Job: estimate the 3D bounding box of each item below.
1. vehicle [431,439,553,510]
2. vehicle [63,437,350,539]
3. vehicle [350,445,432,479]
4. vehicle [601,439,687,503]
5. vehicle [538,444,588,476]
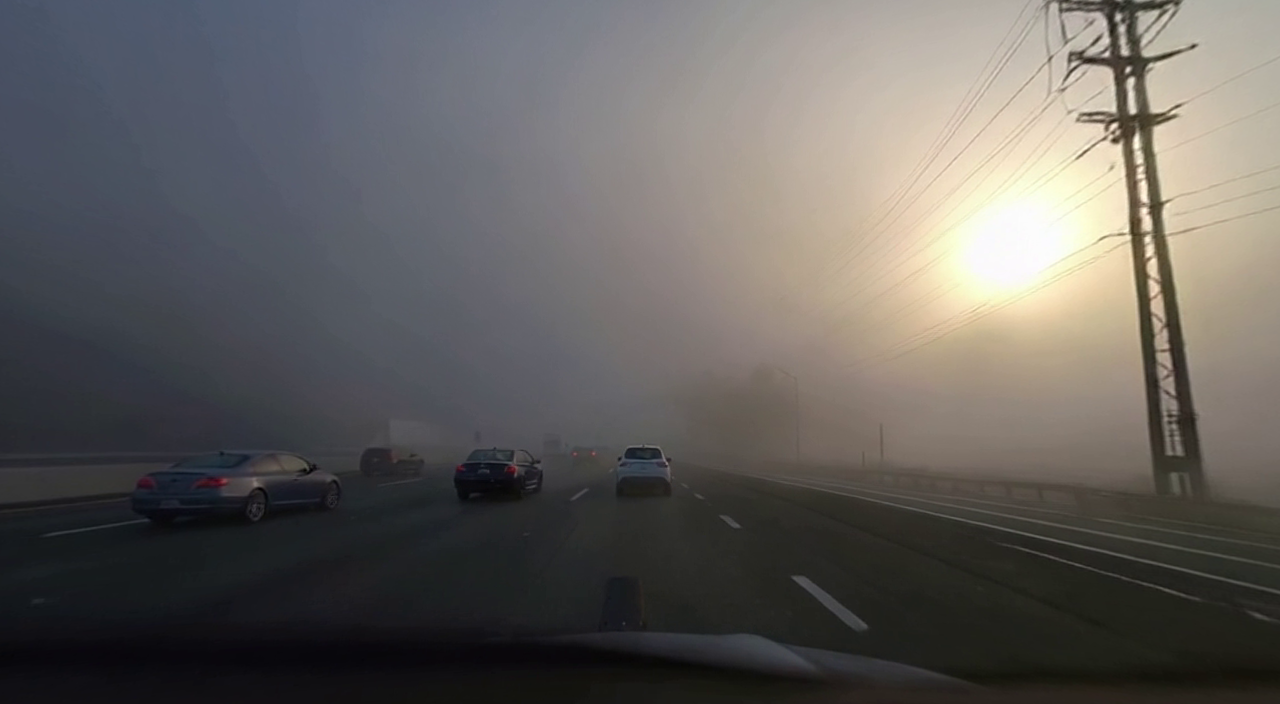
[{"bbox_3d":[-3.401,2.897,15.401,1.912,1.464,4.115,0,-9,1],"label":"vehicle"},{"bbox_3d":[-7.256,2.289,11.318,1.867,1.445,4.499,0,-9,1],"label":"vehicle"},{"bbox_3d":[-11.864,5.257,30.450,2.004,1.457,4.758,0,-9,0],"label":"vehicle"},{"bbox_3d":[0.020,3.116,16.999,2.018,1.470,4.491,0,-9,-2],"label":"vehicle"},{"bbox_3d":[-3.759,5.316,31.273,2.013,1.437,3.801,0,-9,0],"label":"vehicle"}]
